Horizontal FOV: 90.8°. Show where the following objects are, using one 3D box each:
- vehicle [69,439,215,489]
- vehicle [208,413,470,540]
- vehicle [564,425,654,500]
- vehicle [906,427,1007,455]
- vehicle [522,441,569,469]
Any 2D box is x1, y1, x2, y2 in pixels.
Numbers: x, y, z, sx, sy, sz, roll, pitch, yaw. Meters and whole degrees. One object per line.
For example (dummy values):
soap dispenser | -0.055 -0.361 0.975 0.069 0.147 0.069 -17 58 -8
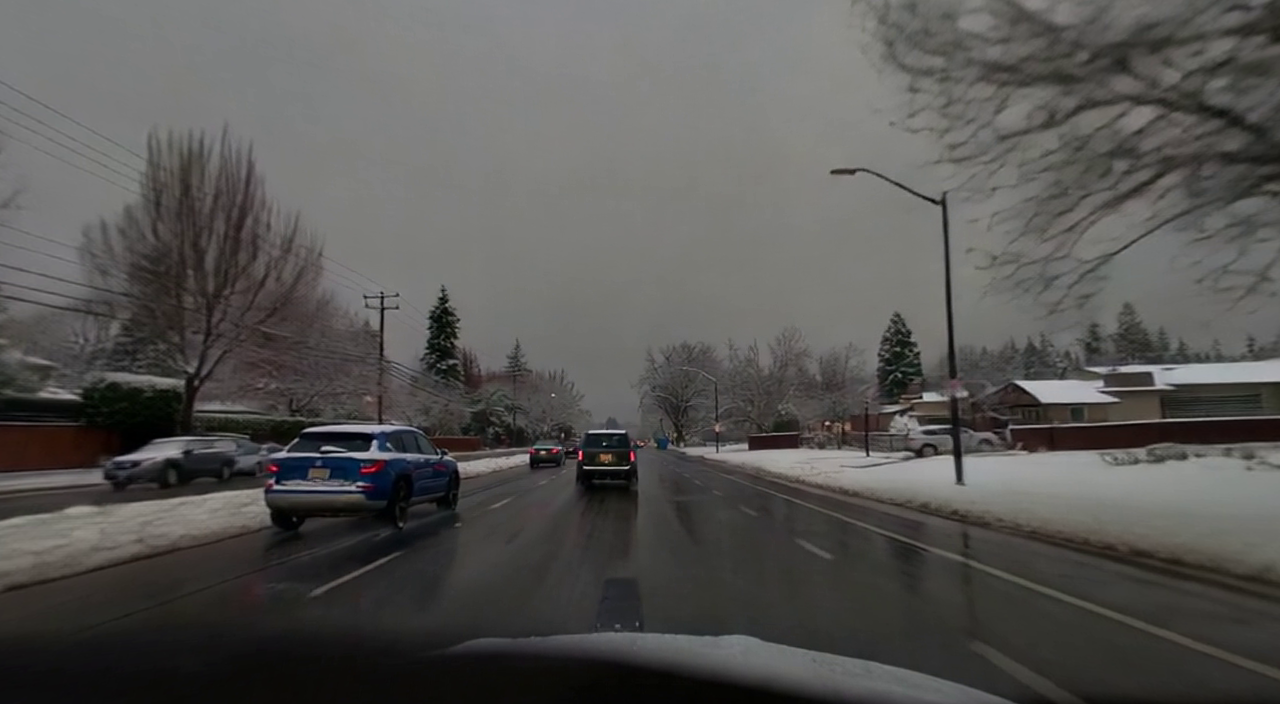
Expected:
vehicle | -19.310 4.318 24.829 1.971 1.759 4.631 0 -8 -1
vehicle | -4.761 2.035 11.037 2.243 1.722 4.621 0 -8 0
vehicle | -0.770 2.941 17.191 2.131 1.761 4.242 0 -8 -1
vehicle | 17.259 4.878 34.615 4.500 1.442 1.930 0 -8 3
vehicle | -5.376 5.903 36.564 2.014 1.493 4.658 0 -8 0
